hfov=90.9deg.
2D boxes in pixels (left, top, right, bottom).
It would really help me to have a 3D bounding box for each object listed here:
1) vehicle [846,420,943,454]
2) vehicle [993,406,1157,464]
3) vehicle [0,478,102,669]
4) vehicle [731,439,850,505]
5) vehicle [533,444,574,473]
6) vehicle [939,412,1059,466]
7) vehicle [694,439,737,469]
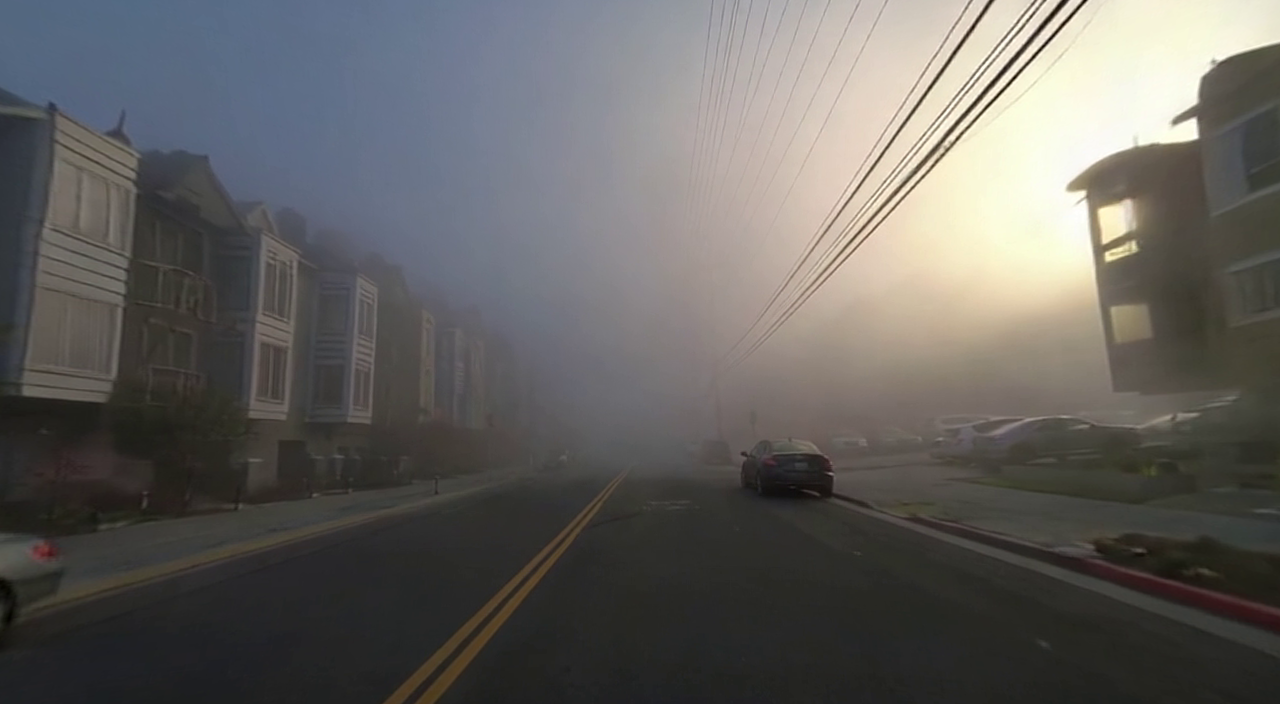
[{"bbox_3d":[13.575,4.593,33.974,1.897,1.659,4.648,4,-9,-28],"label":"vehicle"},{"bbox_3d":[13.032,2.566,19.333,1.997,1.546,4.370,-1,-8,2],"label":"vehicle"},{"bbox_3d":[-6.070,1.599,3.615,1.863,1.449,4.536,-1,-8,2],"label":"vehicle"},{"bbox_3d":[3.702,3.014,16.473,1.928,1.440,4.738,0,-8,0],"label":"vehicle"},{"bbox_3d":[-5.416,6.680,39.949,1.913,1.672,4.267,-1,-8,2],"label":"vehicle"},{"bbox_3d":[10.821,2.662,19.328,1.801,1.491,3.488,-1,-8,4],"label":"vehicle"},{"bbox_3d":[4.177,5.703,35.464,1.914,1.591,3.892,0,-8,0],"label":"vehicle"}]
